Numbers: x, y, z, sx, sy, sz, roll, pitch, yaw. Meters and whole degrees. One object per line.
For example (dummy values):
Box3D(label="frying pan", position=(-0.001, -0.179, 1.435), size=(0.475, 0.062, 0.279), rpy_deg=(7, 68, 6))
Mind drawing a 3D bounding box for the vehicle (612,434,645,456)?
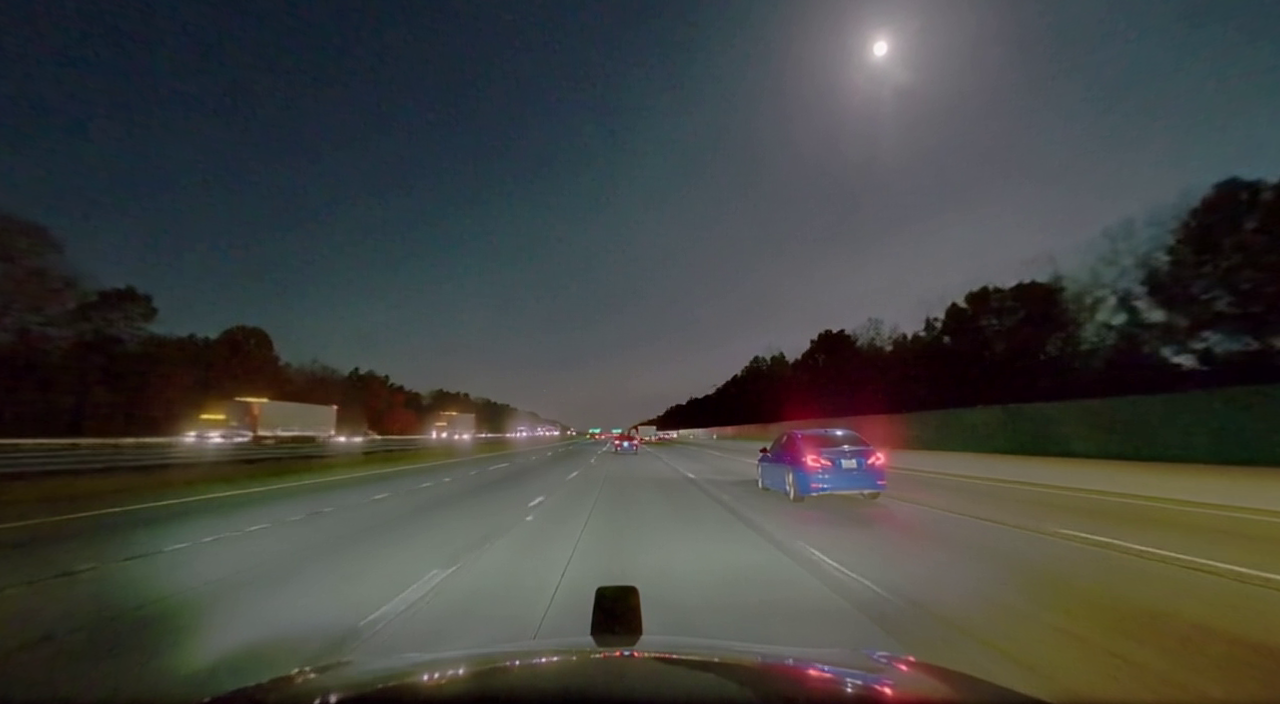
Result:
Box3D(label="vehicle", position=(-0.802, 6.313, 42.964), size=(2.121, 1.445, 4.187), rpy_deg=(0, -8, -2))

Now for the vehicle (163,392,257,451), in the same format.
Box3D(label="vehicle", position=(-30.223, 4.988, 44.491), size=(2.779, 3.898, 5.514), rpy_deg=(1, -7, -3))

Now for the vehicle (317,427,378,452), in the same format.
Box3D(label="vehicle", position=(-18.653, 5.615, 40.352), size=(1.925, 1.462, 4.293), rpy_deg=(0, -8, -1))
